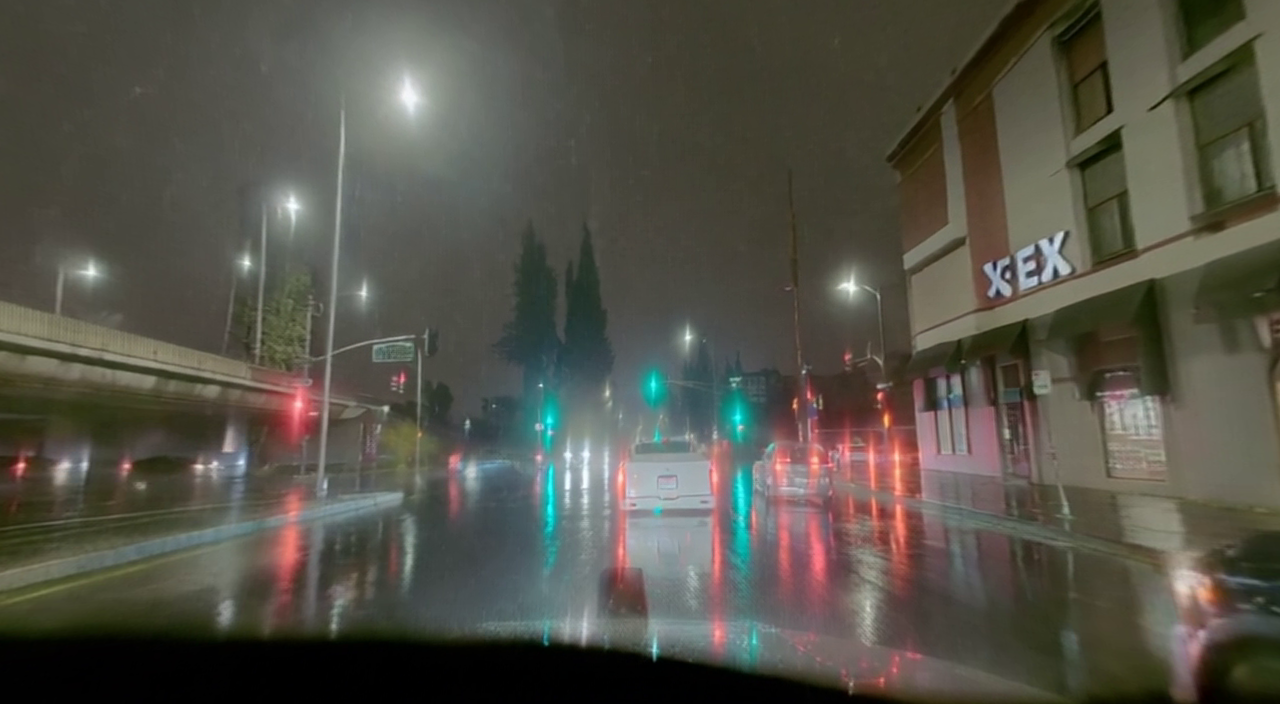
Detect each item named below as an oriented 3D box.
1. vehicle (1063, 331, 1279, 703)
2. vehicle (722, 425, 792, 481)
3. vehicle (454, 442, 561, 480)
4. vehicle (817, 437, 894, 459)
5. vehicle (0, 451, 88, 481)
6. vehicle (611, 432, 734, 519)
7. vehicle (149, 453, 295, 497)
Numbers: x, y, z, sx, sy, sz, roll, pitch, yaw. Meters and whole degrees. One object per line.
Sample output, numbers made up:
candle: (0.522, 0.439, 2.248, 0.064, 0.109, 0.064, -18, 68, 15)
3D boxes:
vehicle: (3.469, 0.652, 1.326, 2.062, 1.781, 4.488, 0, -8, 1)
vehicle: (4.496, 3.960, 24.932, 2.080, 1.999, 4.379, -1, -8, 2)
vehicle: (-6.097, 5.011, 29.324, 4.546, 1.611, 1.832, 8, -11, -43)
vehicle: (14.536, 6.473, 42.679, 4.498, 1.439, 1.842, 0, -9, -1)
vehicle: (-35.186, 6.574, 36.498, 4.474, 1.673, 2.010, 0, -8, 1)
vehicle: (0.572, 2.429, 12.917, 2.101, 1.467, 4.210, 0, -8, 1)
vehicle: (-16.234, 4.736, 24.726, 1.873, 1.462, 4.283, -6, -10, 32)
